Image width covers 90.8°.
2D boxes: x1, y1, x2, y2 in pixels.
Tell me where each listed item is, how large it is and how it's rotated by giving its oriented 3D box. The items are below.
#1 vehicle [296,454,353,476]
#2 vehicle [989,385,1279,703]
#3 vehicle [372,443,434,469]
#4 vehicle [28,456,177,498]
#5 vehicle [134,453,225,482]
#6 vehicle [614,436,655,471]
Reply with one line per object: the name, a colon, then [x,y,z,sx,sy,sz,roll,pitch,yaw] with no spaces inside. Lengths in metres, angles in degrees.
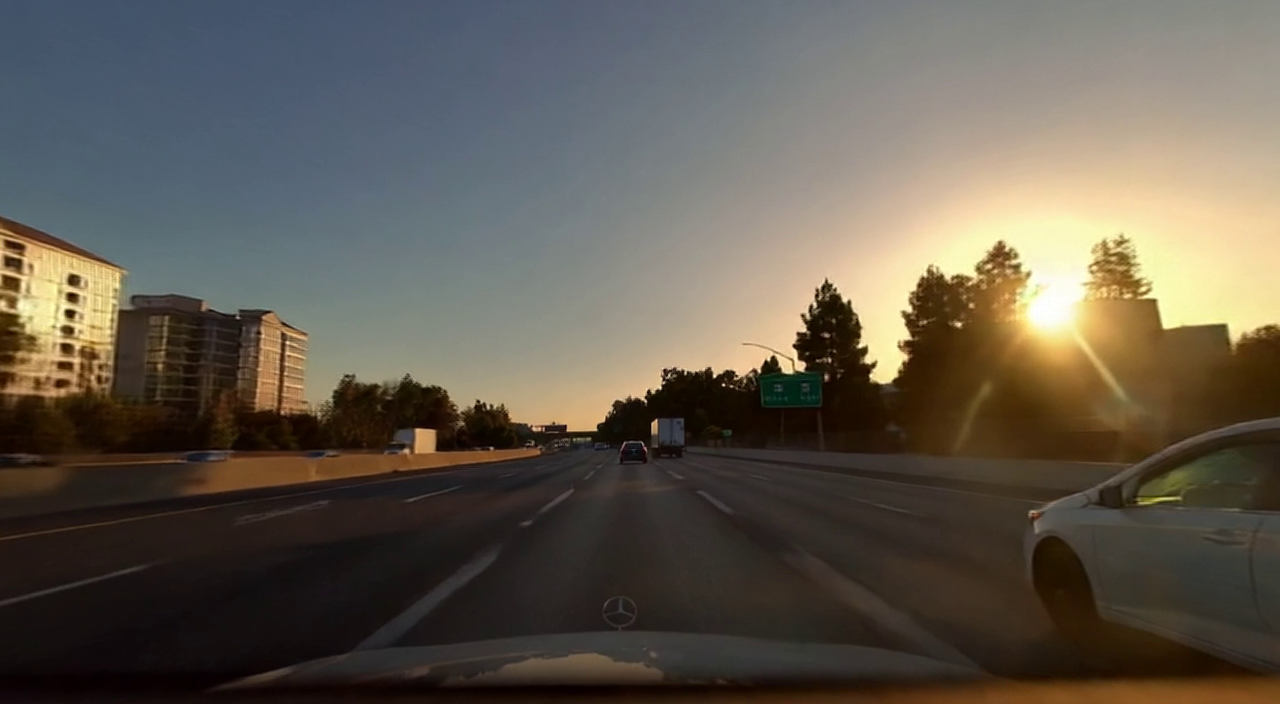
vehicle: [-22.416,8.054,45.082,1.810,1.425,4.316,0,-9,0]
vehicle: [3.735,0.937,2.676,1.950,1.596,4.326,0,-9,-1]
vehicle: [-18.341,8.077,49.294,2.356,1.839,6.133,-1,-9,2]
vehicle: [-22.231,5.164,26.446,2.087,1.499,4.726,0,-9,0]
vehicle: [-26.002,6.523,35.898,1.859,1.483,4.494,0,-9,-1]
vehicle: [-0.356,6.038,37.761,2.297,1.912,4.355,0,-9,-1]
